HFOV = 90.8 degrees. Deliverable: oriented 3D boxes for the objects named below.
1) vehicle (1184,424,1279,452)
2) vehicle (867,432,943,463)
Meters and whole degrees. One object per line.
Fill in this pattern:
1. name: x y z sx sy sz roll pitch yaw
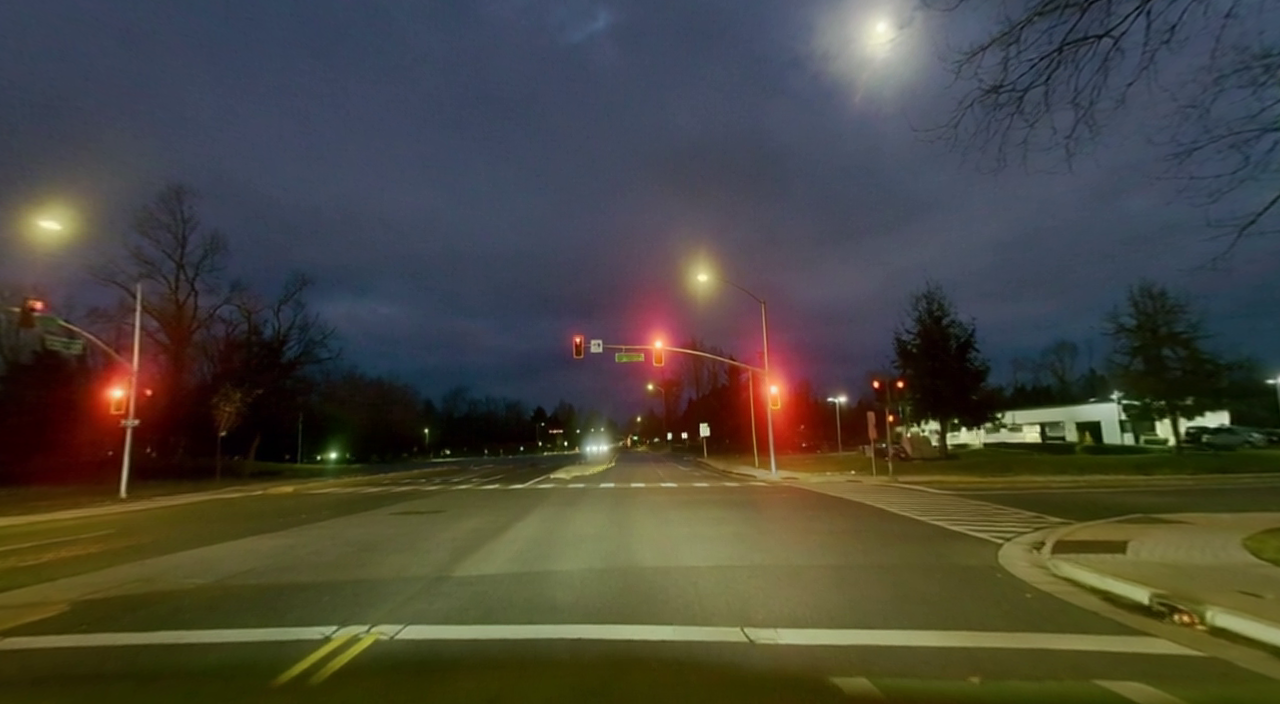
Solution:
1. vehicle: 34.106 4.975 36.303 1.832 1.521 4.266 0 -9 0
2. vehicle: 14.966 5.466 35.951 1.959 1.471 4.570 -4 -9 -5
